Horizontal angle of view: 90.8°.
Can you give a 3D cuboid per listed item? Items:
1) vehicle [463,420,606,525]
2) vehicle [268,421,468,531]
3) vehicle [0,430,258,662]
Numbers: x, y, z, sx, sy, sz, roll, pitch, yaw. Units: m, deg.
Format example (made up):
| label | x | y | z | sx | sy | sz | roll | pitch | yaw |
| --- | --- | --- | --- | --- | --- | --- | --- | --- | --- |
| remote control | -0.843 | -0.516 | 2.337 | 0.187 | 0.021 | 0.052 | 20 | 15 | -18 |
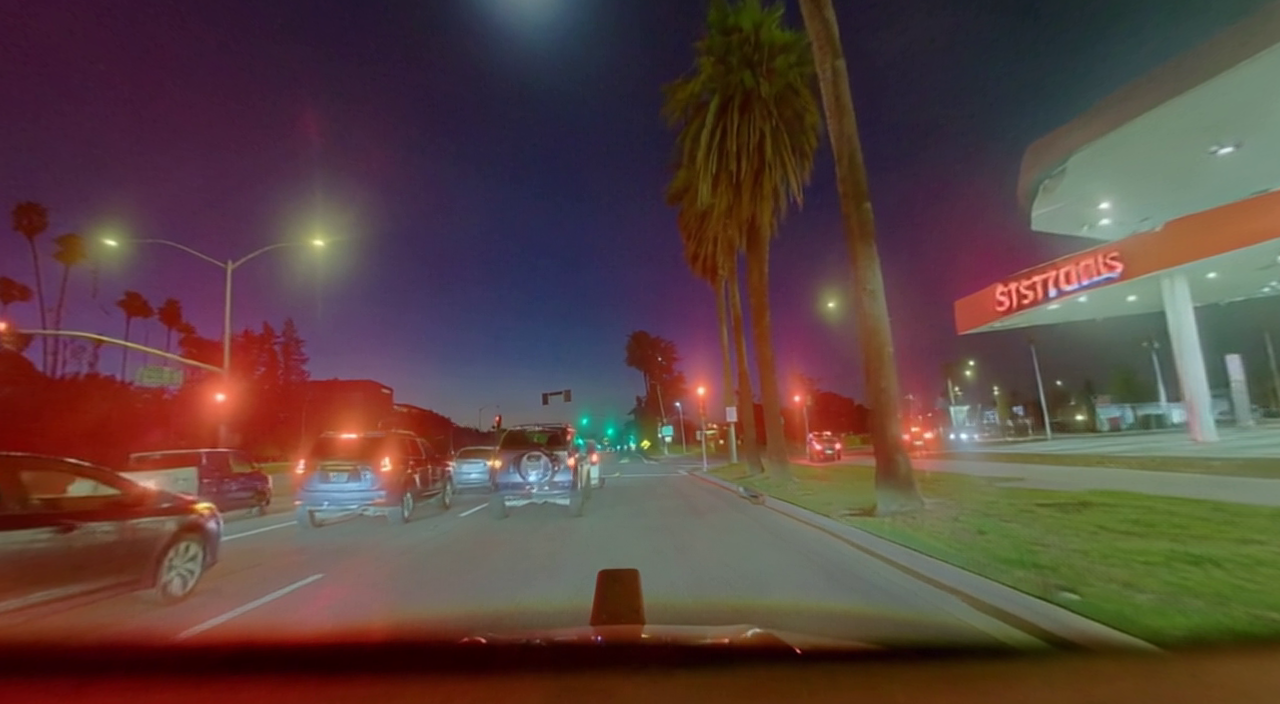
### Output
| label | x | y | z | sx | sy | sz | roll | pitch | yaw |
| --- | --- | --- | --- | --- | --- | --- | --- | --- | --- |
| vehicle | -1.908 | 2.371 | 12.910 | 2.153 | 1.759 | 4.320 | 0 | -9 | 0 |
| vehicle | -5.338 | 2.505 | 13.307 | 2.025 | 1.862 | 4.804 | 0 | -9 | 1 |
| vehicle | -5.330 | 1.407 | 4.799 | 1.885 | 1.567 | 4.775 | 0 | -9 | 0 |
